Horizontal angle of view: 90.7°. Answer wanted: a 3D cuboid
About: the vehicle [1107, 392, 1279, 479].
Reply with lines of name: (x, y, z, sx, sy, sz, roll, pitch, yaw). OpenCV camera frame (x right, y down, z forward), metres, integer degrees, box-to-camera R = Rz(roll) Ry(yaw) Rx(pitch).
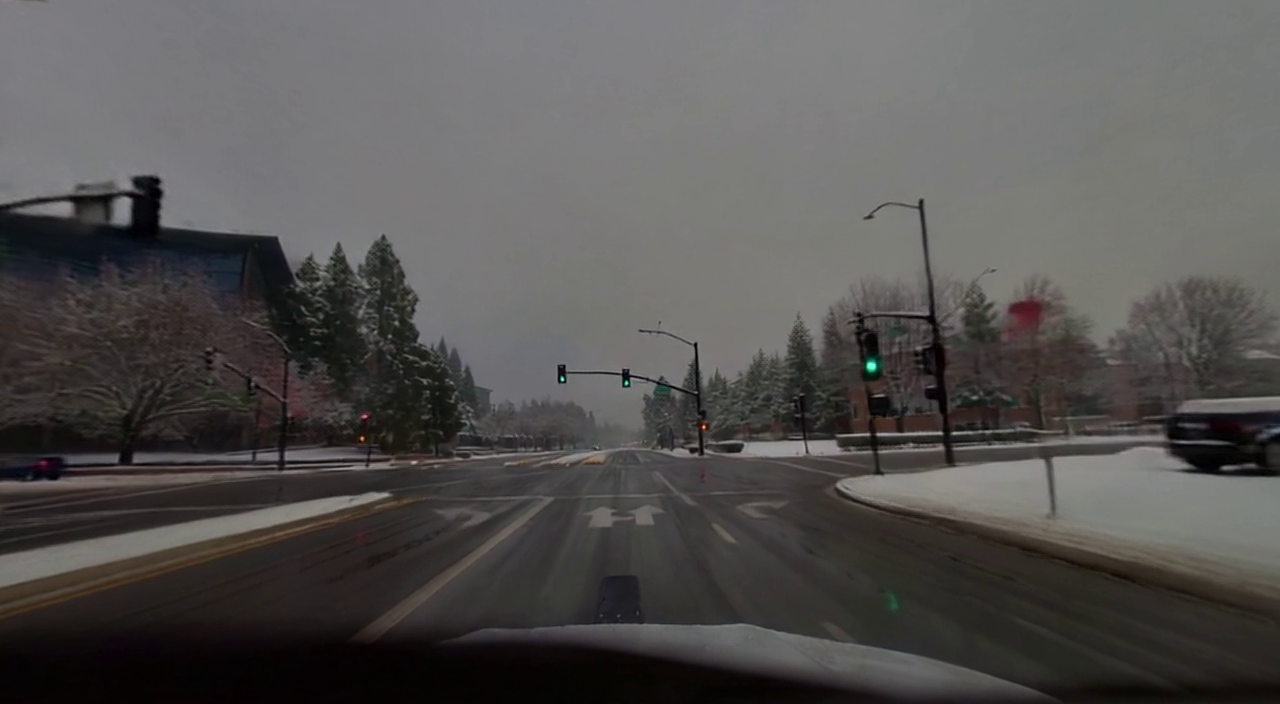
vehicle: (11.989, 1.586, 11.960, 4.670, 1.476, 2.042, 0, -8, 0)

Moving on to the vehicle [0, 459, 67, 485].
vehicle: (-38.960, 7.435, 39.253, 4.660, 1.478, 2.007, 0, -9, -3)
